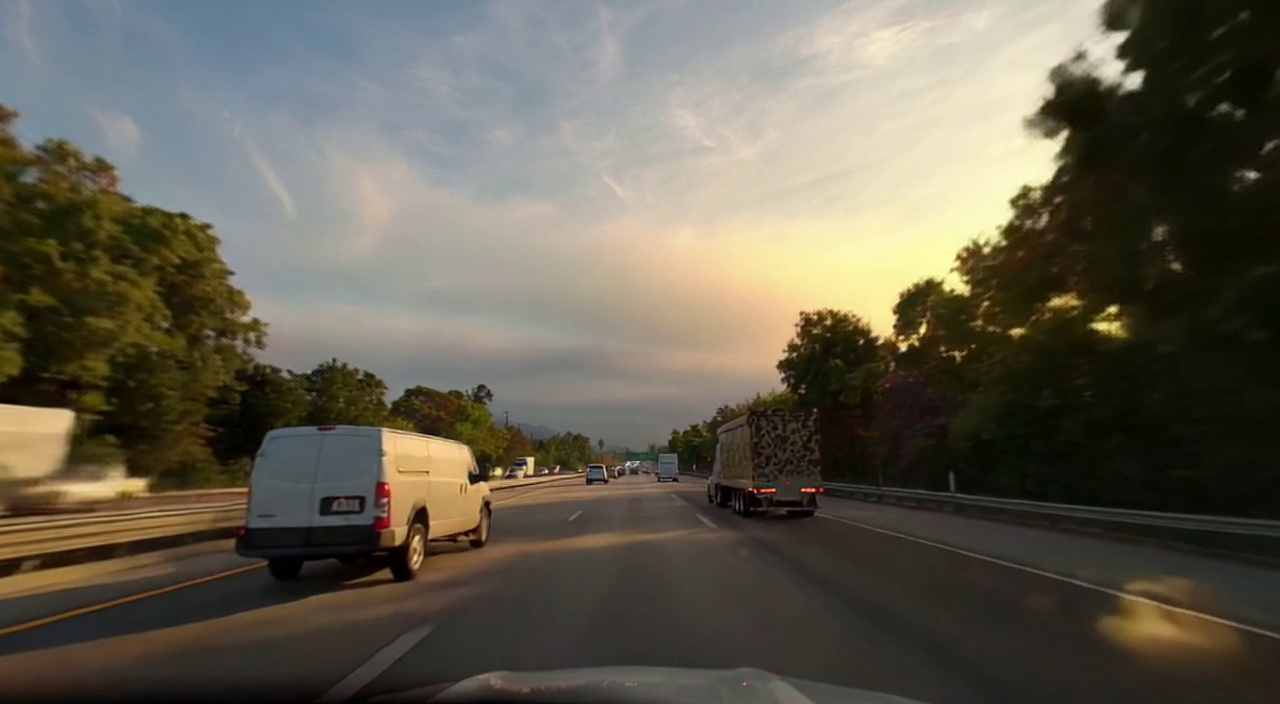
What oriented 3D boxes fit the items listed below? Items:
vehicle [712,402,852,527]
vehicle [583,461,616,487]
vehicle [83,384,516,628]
[{"bbox_3d":[3.766,3.221,18.078,2.703,2.988,5.097,1,-10,-1],"label":"vehicle"},{"bbox_3d":[-3.077,9.463,48.982,2.204,1.852,4.661,1,-11,1],"label":"vehicle"},{"bbox_3d":[-3.242,1.699,7.695,2.378,1.930,5.086,1,-11,0],"label":"vehicle"}]
